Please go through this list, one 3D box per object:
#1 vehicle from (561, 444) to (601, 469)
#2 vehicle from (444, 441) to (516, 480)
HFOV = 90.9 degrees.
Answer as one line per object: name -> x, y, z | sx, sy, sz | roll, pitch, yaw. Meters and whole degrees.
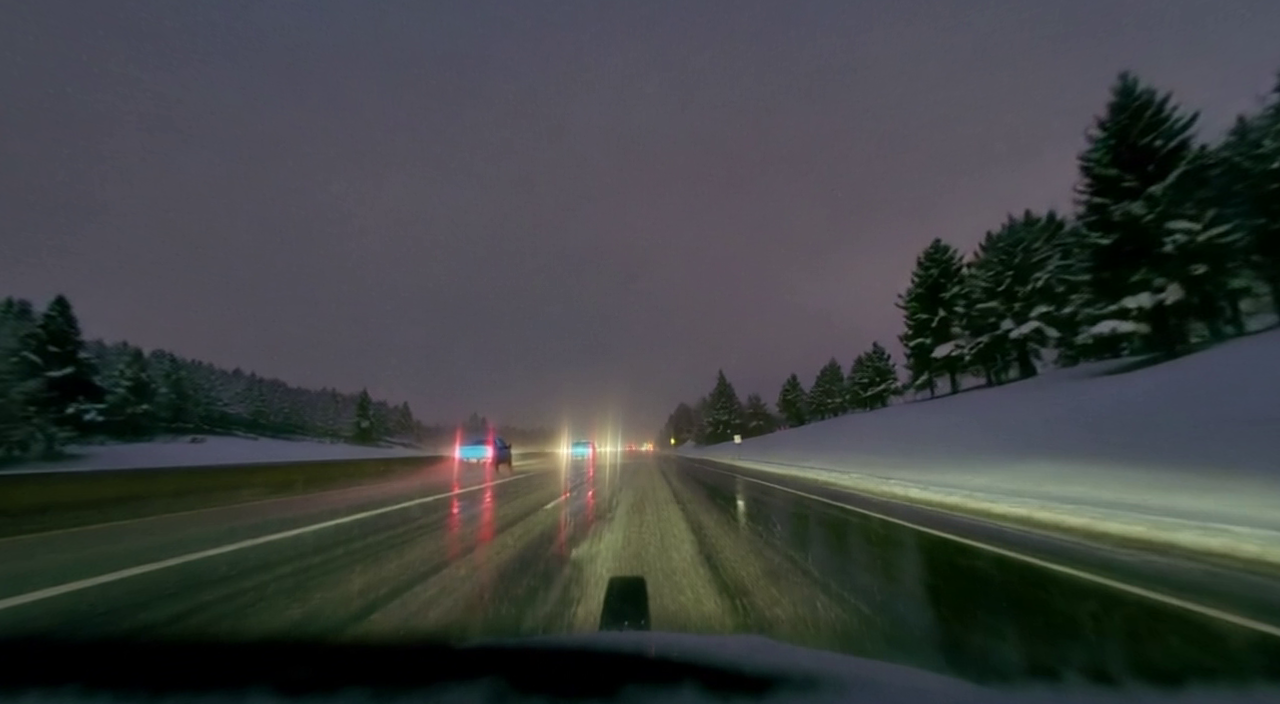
vehicle -> -3.800, 6.860, 41.570 | 2.184, 1.554, 4.350 | 0, -8, 1
vehicle -> -7.156, 4.877, 28.693 | 2.075, 1.646, 4.405 | 0, -8, 0
